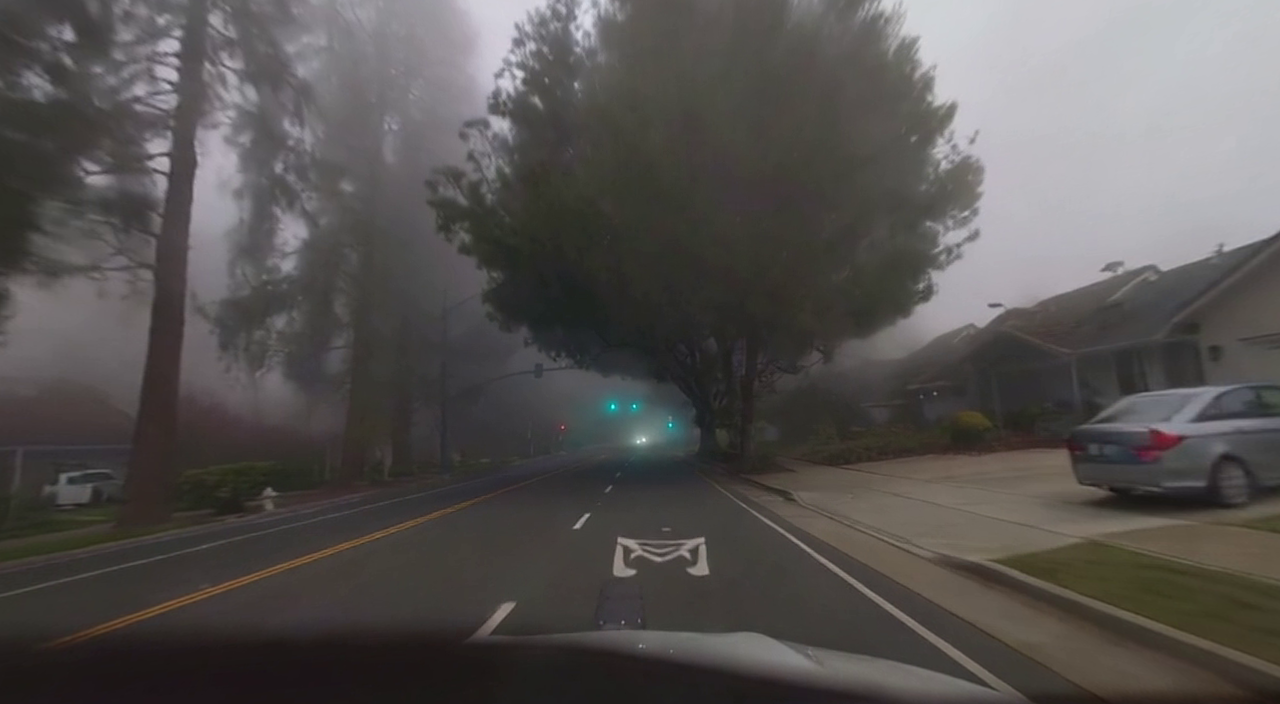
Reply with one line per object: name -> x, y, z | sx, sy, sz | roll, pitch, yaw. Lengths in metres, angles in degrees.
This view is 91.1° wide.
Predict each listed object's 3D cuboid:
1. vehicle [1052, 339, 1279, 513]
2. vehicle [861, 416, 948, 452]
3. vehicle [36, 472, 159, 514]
vehicle -> 8.179, 1.003, 8.291 | 4.636, 1.823, 1.997 | 3, -9, -18
vehicle -> 14.608, 4.560, 34.795 | 3.917, 1.454, 1.725 | -7, -8, 0
vehicle -> -22.517, 5.847, 26.276 | 1.847, 1.461, 3.659 | 0, -8, 0
